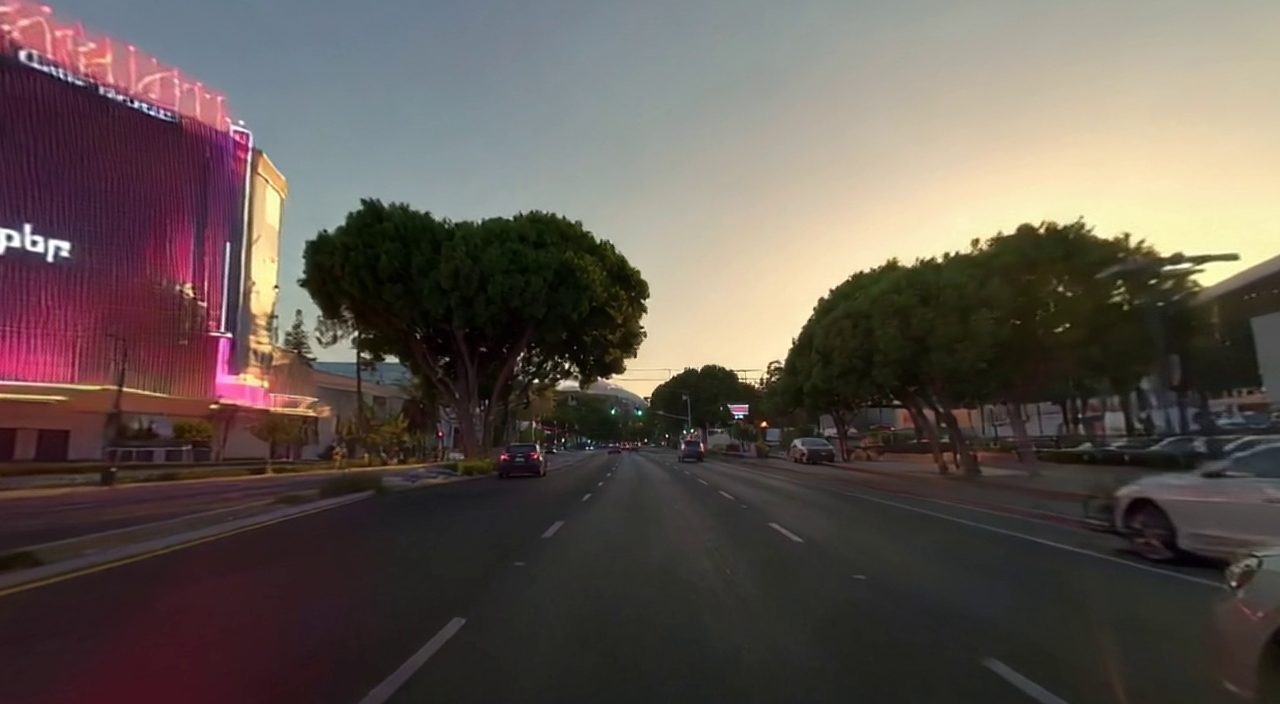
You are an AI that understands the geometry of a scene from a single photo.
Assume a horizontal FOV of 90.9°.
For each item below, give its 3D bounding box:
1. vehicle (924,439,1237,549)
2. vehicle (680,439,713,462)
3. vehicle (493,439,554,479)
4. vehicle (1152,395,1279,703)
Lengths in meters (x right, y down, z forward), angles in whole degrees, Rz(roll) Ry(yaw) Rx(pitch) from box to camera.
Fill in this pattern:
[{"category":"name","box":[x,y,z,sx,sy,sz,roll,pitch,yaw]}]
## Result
[{"category":"vehicle","box":[7.280,2.349,11.271,2.090,1.515,4.731,0,-8,-1]},{"category":"vehicle","box":[4.305,7.562,48.461,2.007,1.683,4.171,0,-8,-1]},{"category":"vehicle","box":[-4.712,4.372,26.087,1.917,1.511,4.436,0,-8,-3]},{"category":"vehicle","box":[3.438,0.660,0.682,1.981,1.499,4.536,0,-8,1]}]
